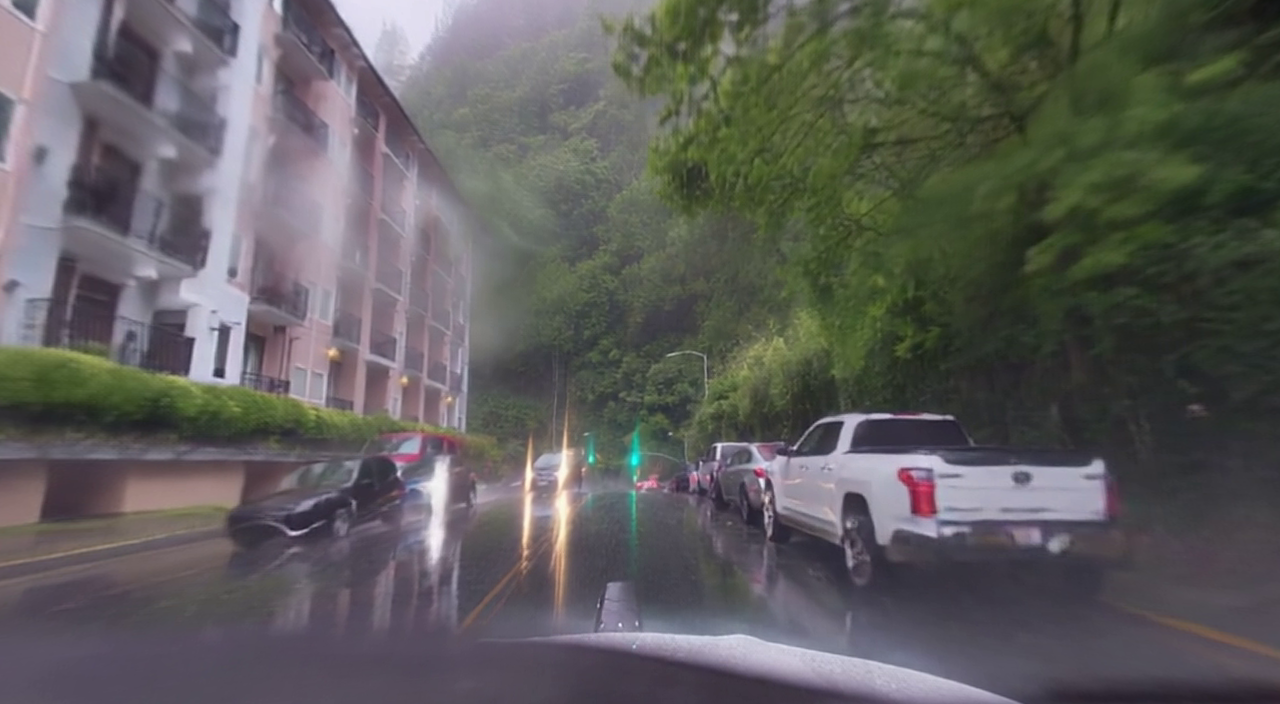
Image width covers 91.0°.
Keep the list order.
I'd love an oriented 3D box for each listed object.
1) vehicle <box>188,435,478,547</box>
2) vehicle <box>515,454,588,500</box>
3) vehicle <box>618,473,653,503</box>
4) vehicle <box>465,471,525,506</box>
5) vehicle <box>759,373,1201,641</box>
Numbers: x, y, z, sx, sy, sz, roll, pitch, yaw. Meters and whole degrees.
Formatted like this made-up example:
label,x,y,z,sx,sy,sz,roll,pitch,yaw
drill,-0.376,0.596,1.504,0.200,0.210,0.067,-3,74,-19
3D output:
label,x,y,z,sx,sy,sz,roll,pitch,yaw
vehicle,-4.874,2.231,10.926,1.856,1.474,4.522,-3,-9,17
vehicle,-3.360,5.014,24.859,2.102,1.621,4.627,0,-13,1
vehicle,-0.367,9.360,43.481,2.201,1.731,3.854,0,-8,-3
vehicle,-6.704,6.347,29.535,1.772,1.415,4.361,1,-10,0
vehicle,2.777,1.403,6.754,2.072,1.830,4.744,0,-8,0
